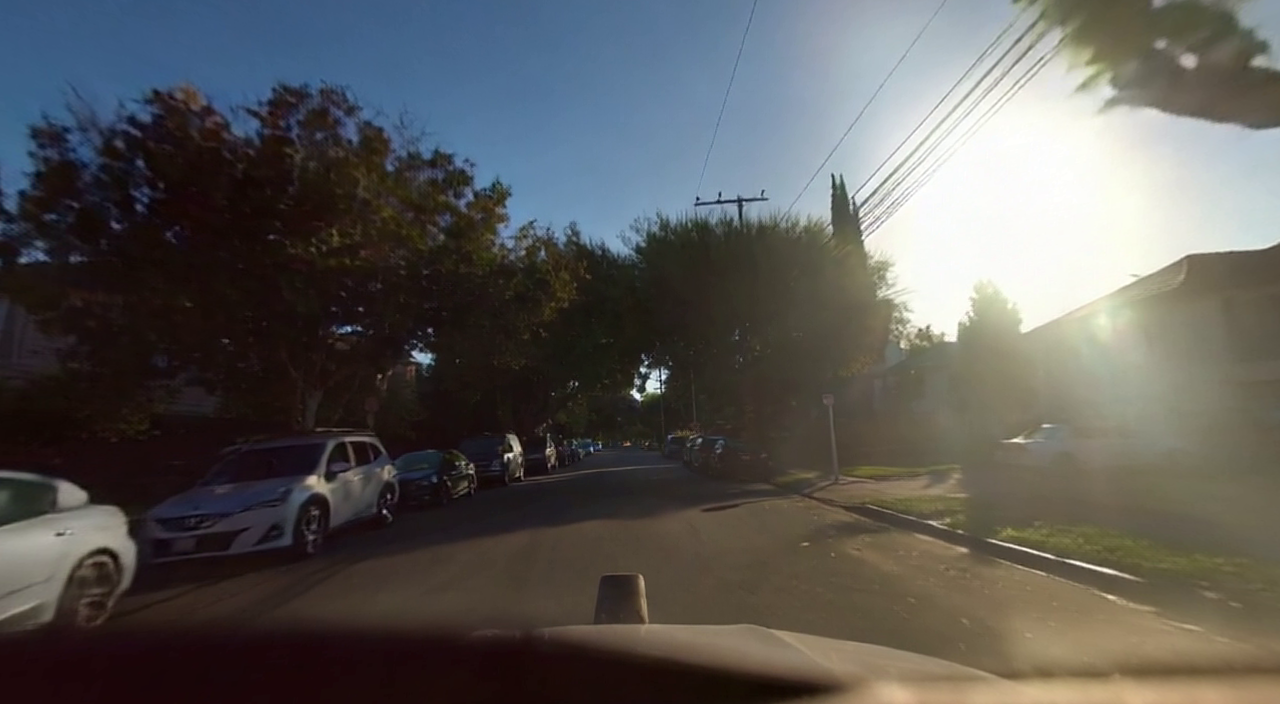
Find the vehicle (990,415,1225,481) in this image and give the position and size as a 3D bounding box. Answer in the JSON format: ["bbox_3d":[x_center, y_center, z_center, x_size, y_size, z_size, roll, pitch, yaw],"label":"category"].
[{"bbox_3d":[11.397,2.366,15.631,4.336,1.520,1.876,0,-8,-2],"label":"vehicle"}]

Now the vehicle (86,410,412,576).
[{"bbox_3d":[-5.305,1.945,9.617,2.042,1.850,4.758,0,-8,-2],"label":"vehicle"}]

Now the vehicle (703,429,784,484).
[{"bbox_3d":[3.513,3.651,22.339,1.994,1.710,4.699,0,-8,-1],"label":"vehicle"}]

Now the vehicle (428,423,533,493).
[{"bbox_3d":[-5.354,3.657,22.157,2.390,2.123,5.371,0,-8,-1],"label":"vehicle"}]

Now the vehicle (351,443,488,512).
[{"bbox_3d":[-5.255,3.015,15.798,1.858,1.456,4.587,0,-8,-1],"label":"vehicle"}]

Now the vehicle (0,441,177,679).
[{"bbox_3d":[-4.925,1.212,3.308,1.901,1.486,4.422,1,-8,-5],"label":"vehicle"}]
